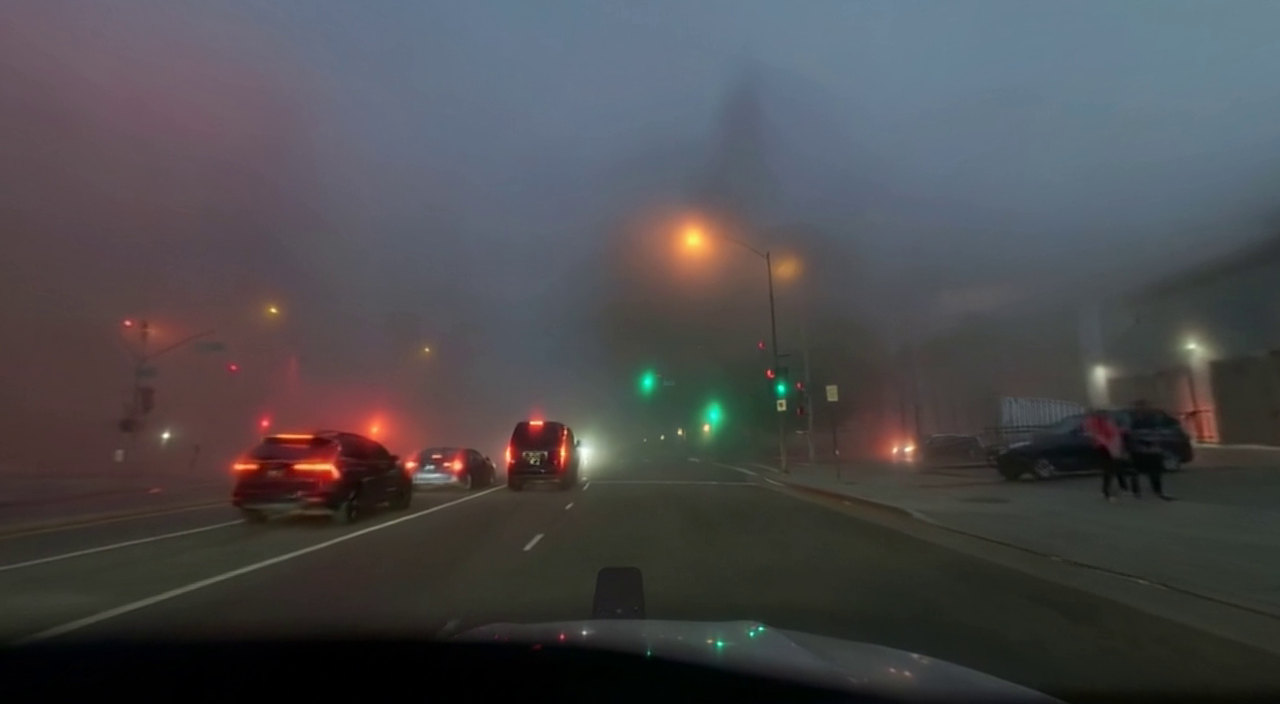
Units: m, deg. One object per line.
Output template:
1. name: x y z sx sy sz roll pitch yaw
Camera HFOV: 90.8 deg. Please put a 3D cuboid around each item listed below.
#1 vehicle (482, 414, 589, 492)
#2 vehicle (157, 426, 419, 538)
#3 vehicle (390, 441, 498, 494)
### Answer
1. vehicle: -3.126 3.206 20.328 2.496 2.155 5.468 0 -8 0
2. vehicle: -6.043 2.268 11.745 2.228 1.652 4.593 0 -8 0
3. vehicle: -6.005 3.576 19.988 1.982 1.452 4.463 0 -8 0
